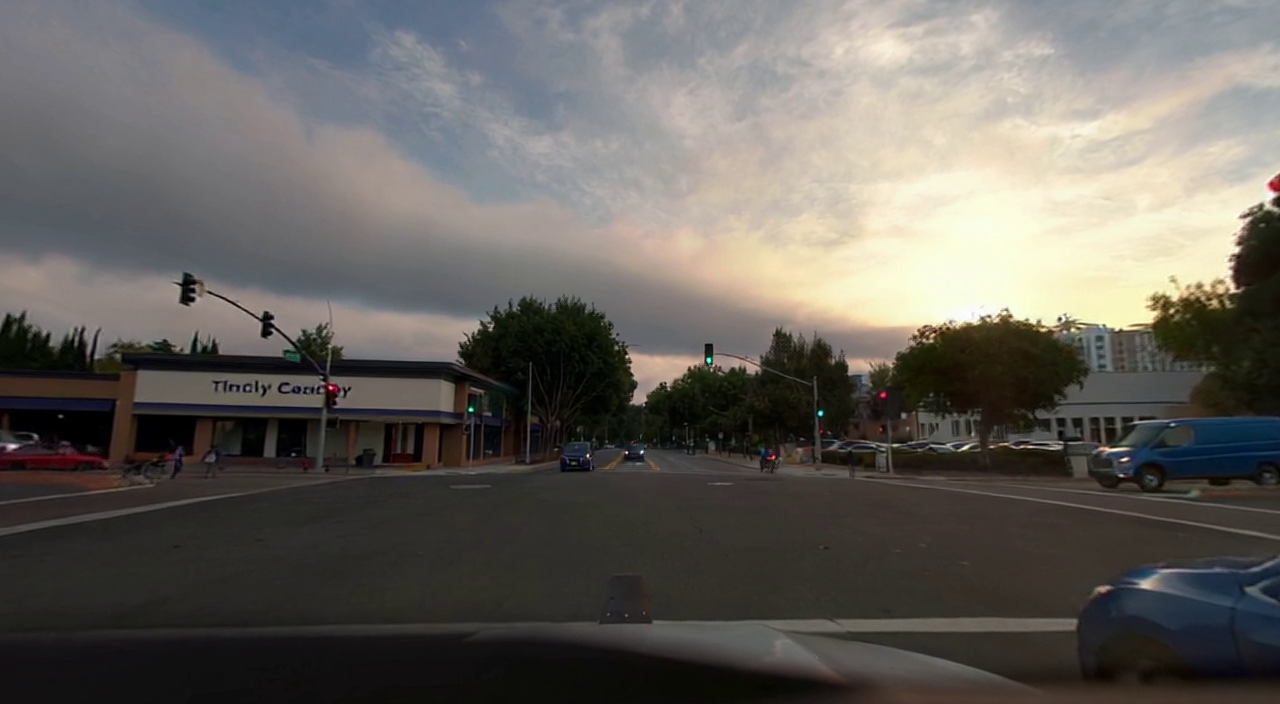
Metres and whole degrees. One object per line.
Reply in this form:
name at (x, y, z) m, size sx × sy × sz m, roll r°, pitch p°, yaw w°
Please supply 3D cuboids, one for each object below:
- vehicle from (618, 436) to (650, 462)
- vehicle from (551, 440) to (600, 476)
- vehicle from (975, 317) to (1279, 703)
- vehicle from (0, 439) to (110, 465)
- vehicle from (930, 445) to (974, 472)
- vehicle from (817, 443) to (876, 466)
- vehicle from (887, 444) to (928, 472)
vehicle at (-0.551, 7.639, 49.772) m, size 2.390 × 1.948 × 5.344 m, roll 0°, pitch -8°, yaw -2°
vehicle at (-3.141, 5.245, 31.453) m, size 1.961 × 1.658 × 4.064 m, roll 0°, pitch -8°, yaw 1°
vehicle at (2.868, 0.656, 1.041) m, size 2.048 × 1.725 × 4.754 m, roll 0°, pitch -8°, yaw 1°
vehicle at (-36.500, 6.215, 39.428) m, size 4.671 × 1.543 × 1.846 m, roll 4°, pitch -9°, yaw -27°
vehicle at (18.281, 6.220, 37.046) m, size 1.791 × 1.520 × 3.649 m, roll -3°, pitch -9°, yaw 19°
vehicle at (15.084, 7.473, 46.247) m, size 1.924 × 1.579 × 4.084 m, roll 3°, pitch -9°, yaw -20°
vehicle at (15.855, 6.262, 37.527) m, size 1.875 × 1.543 × 3.853 m, roll -3°, pitch -9°, yaw 19°
